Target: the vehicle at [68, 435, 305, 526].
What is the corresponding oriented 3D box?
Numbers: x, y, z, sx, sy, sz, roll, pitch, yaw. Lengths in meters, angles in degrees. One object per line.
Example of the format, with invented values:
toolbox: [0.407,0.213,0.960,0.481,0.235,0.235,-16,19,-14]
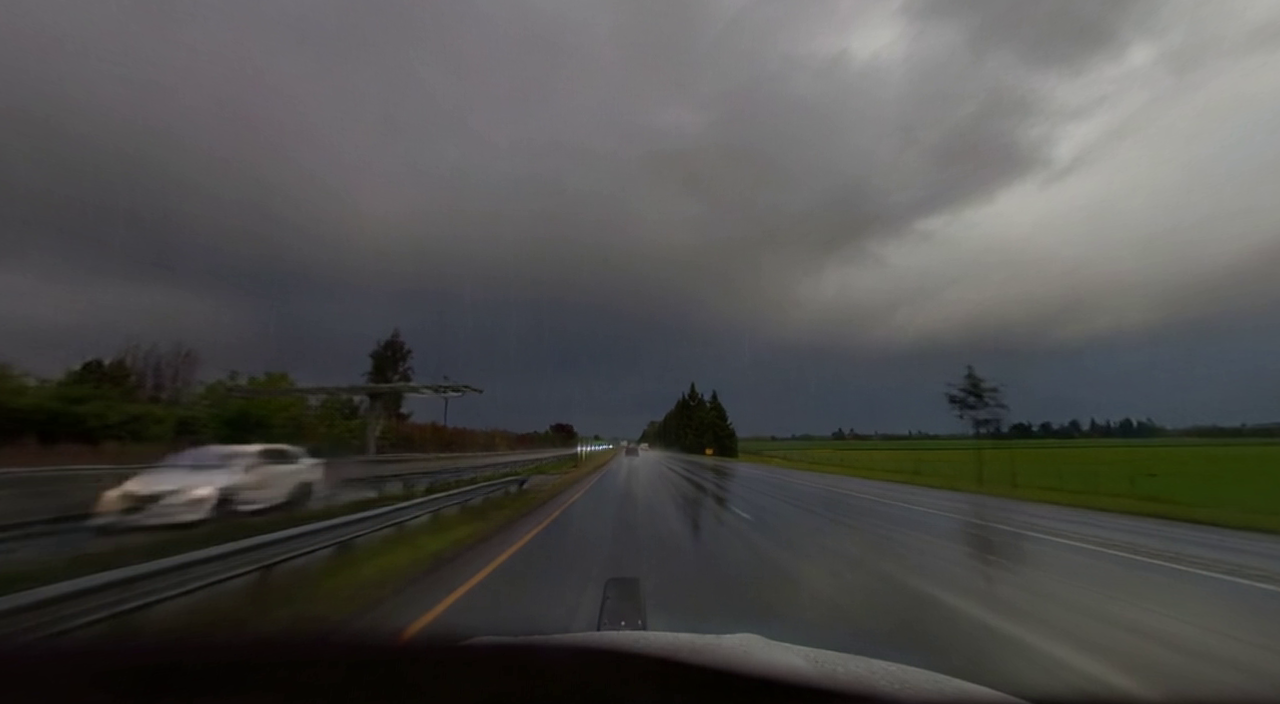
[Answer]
vehicle: [-8.215,2.338,11.906,1.739,1.432,3.639,0,-9,0]
